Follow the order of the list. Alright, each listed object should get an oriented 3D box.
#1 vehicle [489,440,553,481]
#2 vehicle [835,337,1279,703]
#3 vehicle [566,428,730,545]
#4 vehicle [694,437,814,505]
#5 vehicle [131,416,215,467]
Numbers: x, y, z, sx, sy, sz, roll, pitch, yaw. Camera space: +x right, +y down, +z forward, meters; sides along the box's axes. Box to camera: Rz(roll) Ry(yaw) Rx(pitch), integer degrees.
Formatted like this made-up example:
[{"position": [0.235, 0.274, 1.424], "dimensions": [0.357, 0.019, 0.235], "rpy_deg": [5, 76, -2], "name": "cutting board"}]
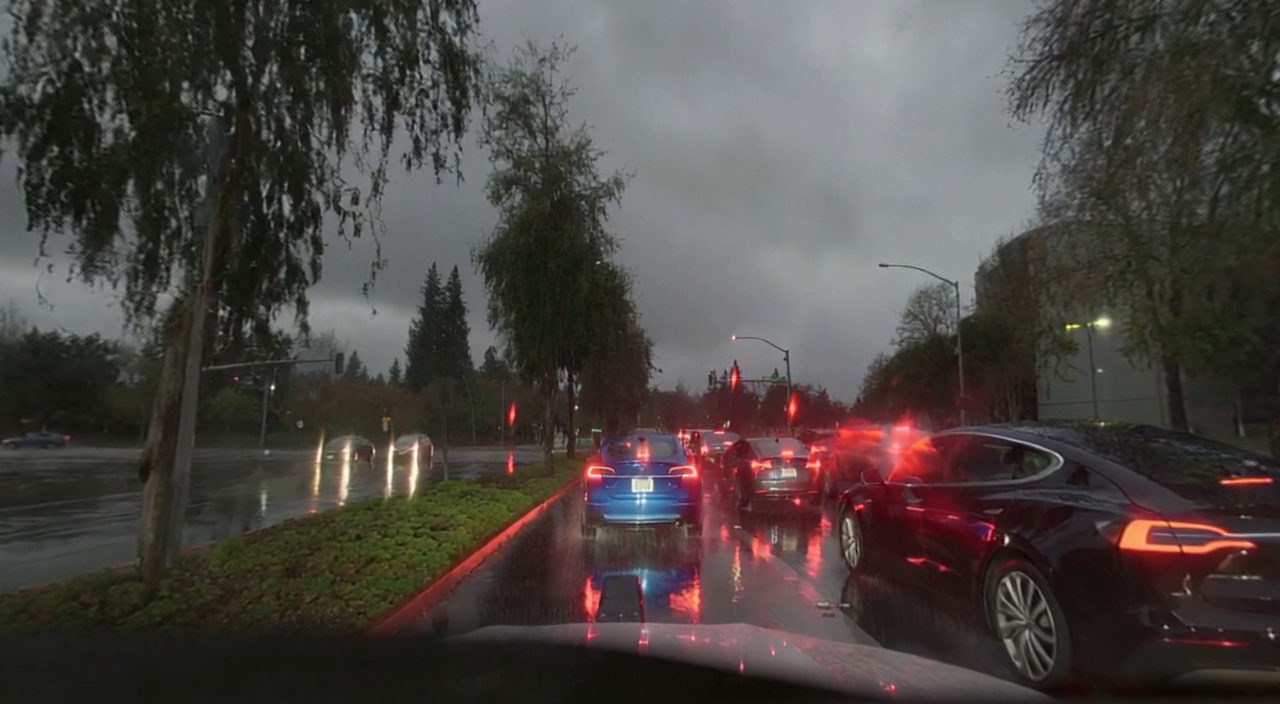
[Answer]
[{"position": [-4.634, 4.281, 25.251], "dimensions": [1.972, 1.457, 4.171], "rpy_deg": [0, -8, -4], "name": "vehicle"}, {"position": [3.181, 1.105, 4.309], "dimensions": [2.167, 1.676, 4.443], "rpy_deg": [0, -8, -1], "name": "vehicle"}, {"position": [0.026, 2.079, 10.470], "dimensions": [2.147, 1.499, 4.240], "rpy_deg": [0, -8, -2], "name": "vehicle"}, {"position": [2.692, 2.927, 16.035], "dimensions": [2.058, 1.466, 4.208], "rpy_deg": [0, -8, -3], "name": "vehicle"}, {"position": [-29.263, 5.626, 39.708], "dimensions": [2.608, 2.990, 3.026], "rpy_deg": [2, -8, 2], "name": "vehicle"}]
